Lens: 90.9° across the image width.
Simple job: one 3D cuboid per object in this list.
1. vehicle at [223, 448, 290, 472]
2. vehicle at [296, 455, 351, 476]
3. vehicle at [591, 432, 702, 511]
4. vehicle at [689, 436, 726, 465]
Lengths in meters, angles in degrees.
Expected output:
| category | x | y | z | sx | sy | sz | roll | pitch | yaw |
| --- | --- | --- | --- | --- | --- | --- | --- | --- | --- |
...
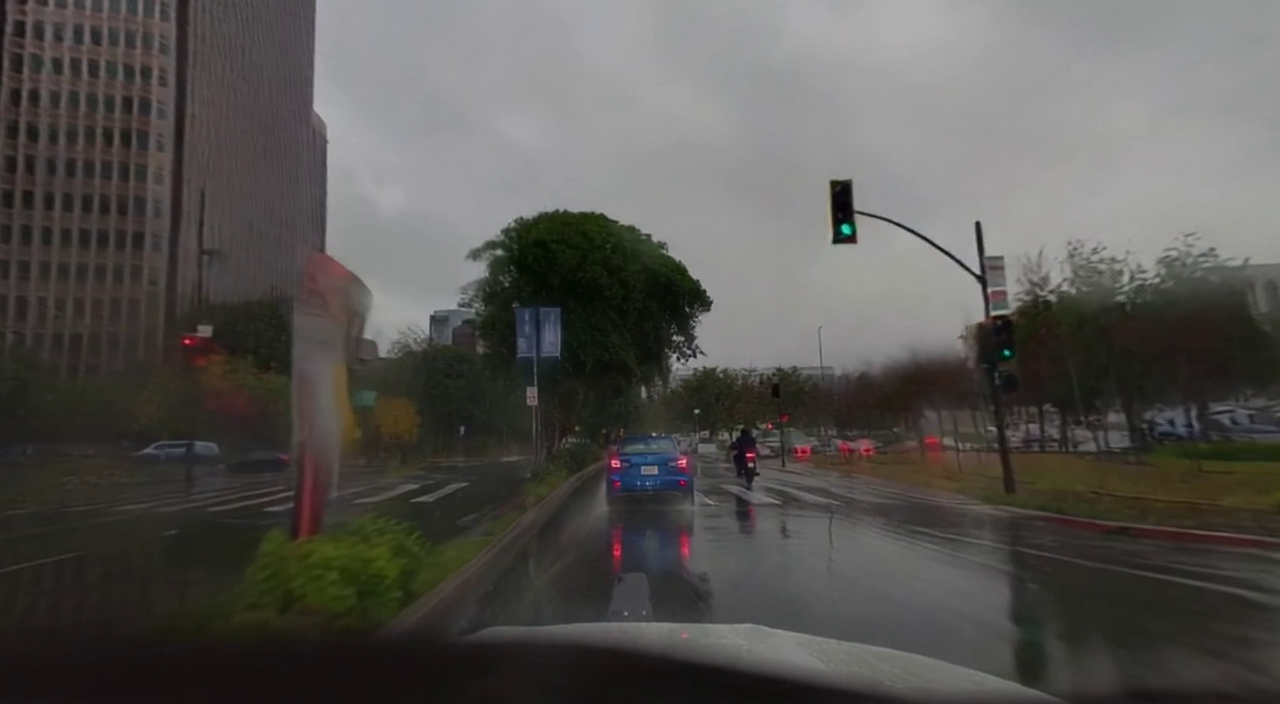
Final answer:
| category | x | y | z | sx | sy | sz | roll | pitch | yaw |
| --- | --- | --- | --- | --- | --- | --- | --- | --- | --- |
| vehicle | -21.503 | 6.046 | 35.375 | 1.433 | 1.269 | 2.779 | -6 | -10 | 31 |
| vehicle | -19.407 | 6.946 | 38.695 | 1.259 | 1.181 | 2.744 | -6 | -10 | 31 |
| vehicle | 0.094 | 2.588 | 14.075 | 2.118 | 1.480 | 3.949 | 0 | -9 | -1 |
| vehicle | 4.584 | 6.584 | 42.317 | 2.212 | 1.790 | 4.768 | -2 | -9 | 9 |
